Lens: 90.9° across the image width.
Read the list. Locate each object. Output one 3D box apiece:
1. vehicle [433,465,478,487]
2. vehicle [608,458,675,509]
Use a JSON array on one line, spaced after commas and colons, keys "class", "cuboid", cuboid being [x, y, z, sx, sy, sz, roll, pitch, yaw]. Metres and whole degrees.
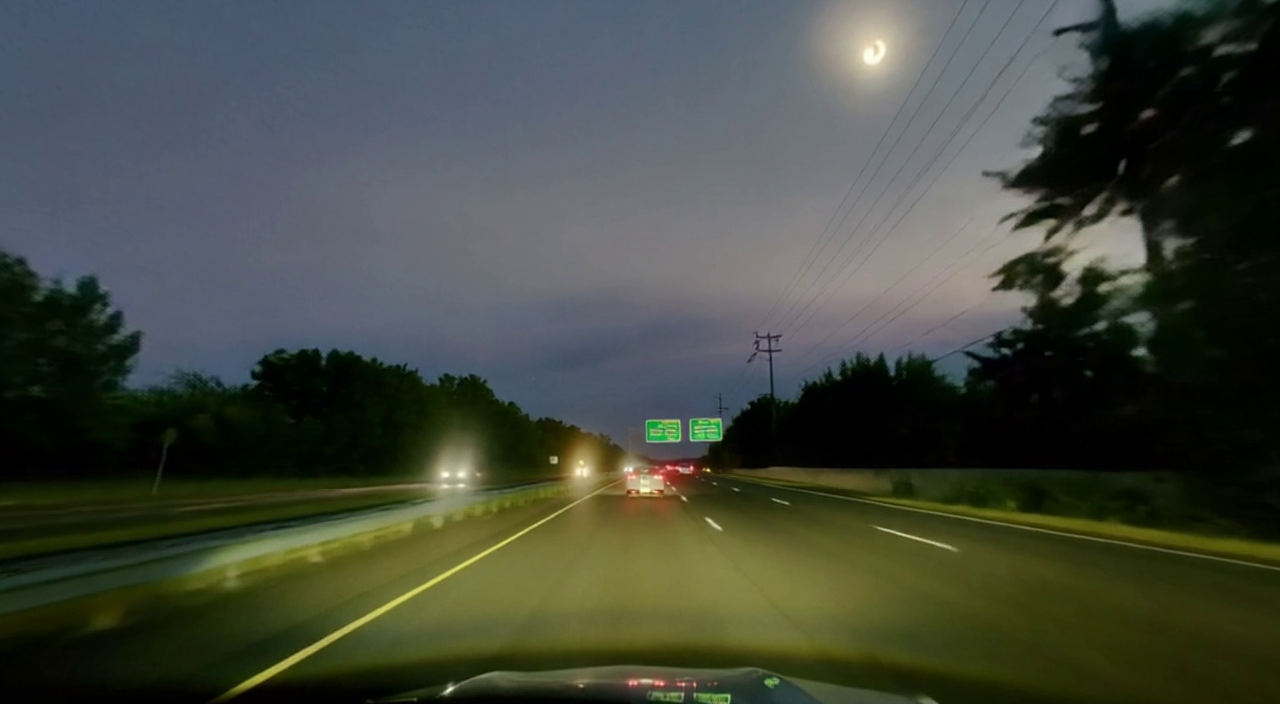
[{"class": "vehicle", "cuboid": [-14.024, 9.437, 48.139, 1.960, 1.570, 4.196, 0, -10, 2]}, {"class": "vehicle", "cuboid": [0.034, 4.286, 20.805, 1.987, 1.480, 3.786, 1, -10, 0]}]
